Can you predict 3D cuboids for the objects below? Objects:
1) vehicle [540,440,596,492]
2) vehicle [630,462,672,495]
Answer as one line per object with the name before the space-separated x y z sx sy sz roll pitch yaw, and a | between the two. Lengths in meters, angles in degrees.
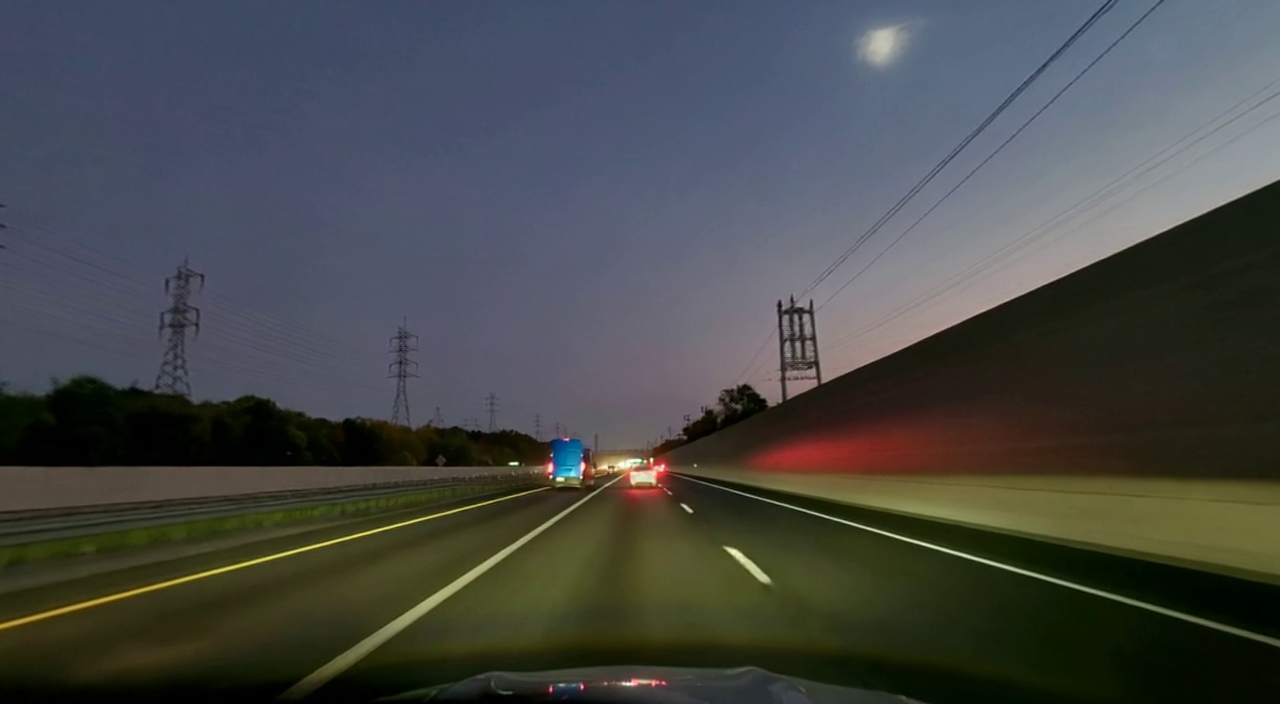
vehicle | -3.903 6.423 35.519 2.394 2.609 6.875 1 -11 0
vehicle | 0.525 6.472 32.383 2.006 1.554 3.863 1 -10 0
